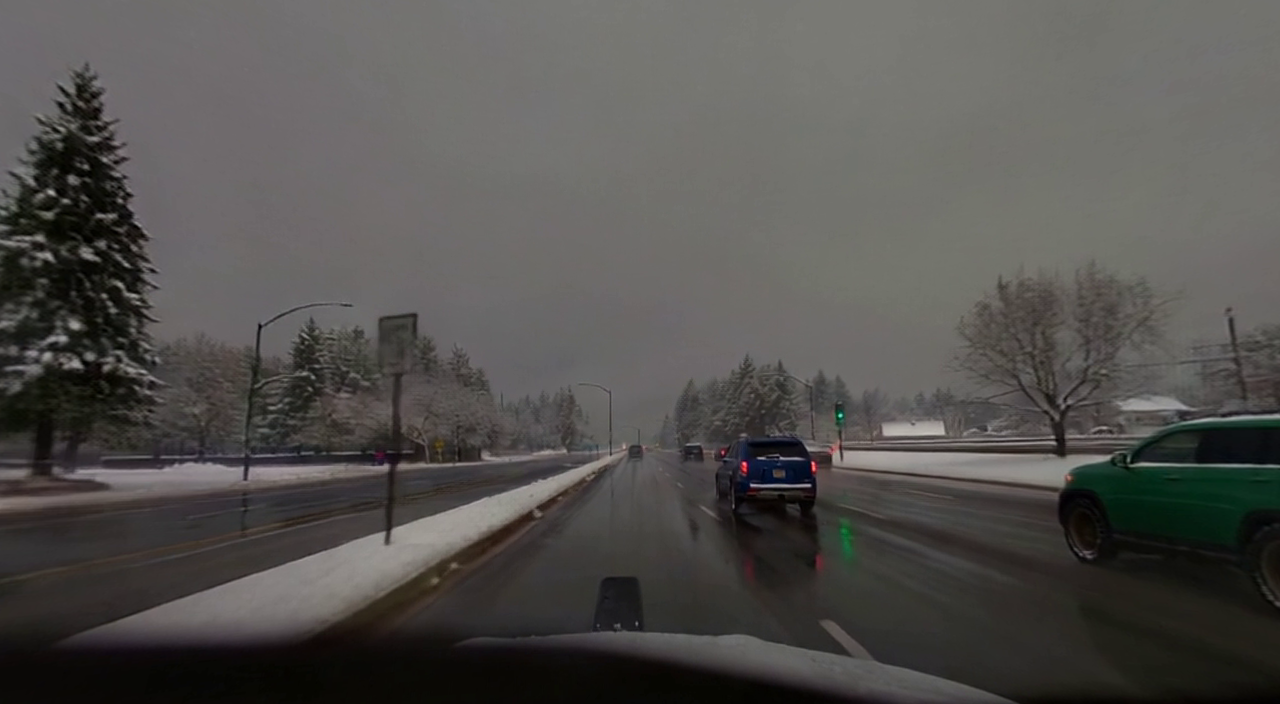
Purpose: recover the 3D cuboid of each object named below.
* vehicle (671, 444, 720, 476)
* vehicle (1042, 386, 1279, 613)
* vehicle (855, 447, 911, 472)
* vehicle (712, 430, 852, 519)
[{"bbox_3d":[2.723,5.406,31.652,1.980,1.484,4.093,0,-8,-2],"label":"vehicle"},{"bbox_3d":[6.238,1.272,5.638,2.153,1.811,4.595,0,-8,-1],"label":"vehicle"},{"bbox_3d":[15.137,6.704,39.478,1.815,1.493,4.135,0,-8,-1],"label":"vehicle"},{"bbox_3d":[2.973,2.661,14.211,2.075,1.698,4.142,0,-8,-2],"label":"vehicle"}]
